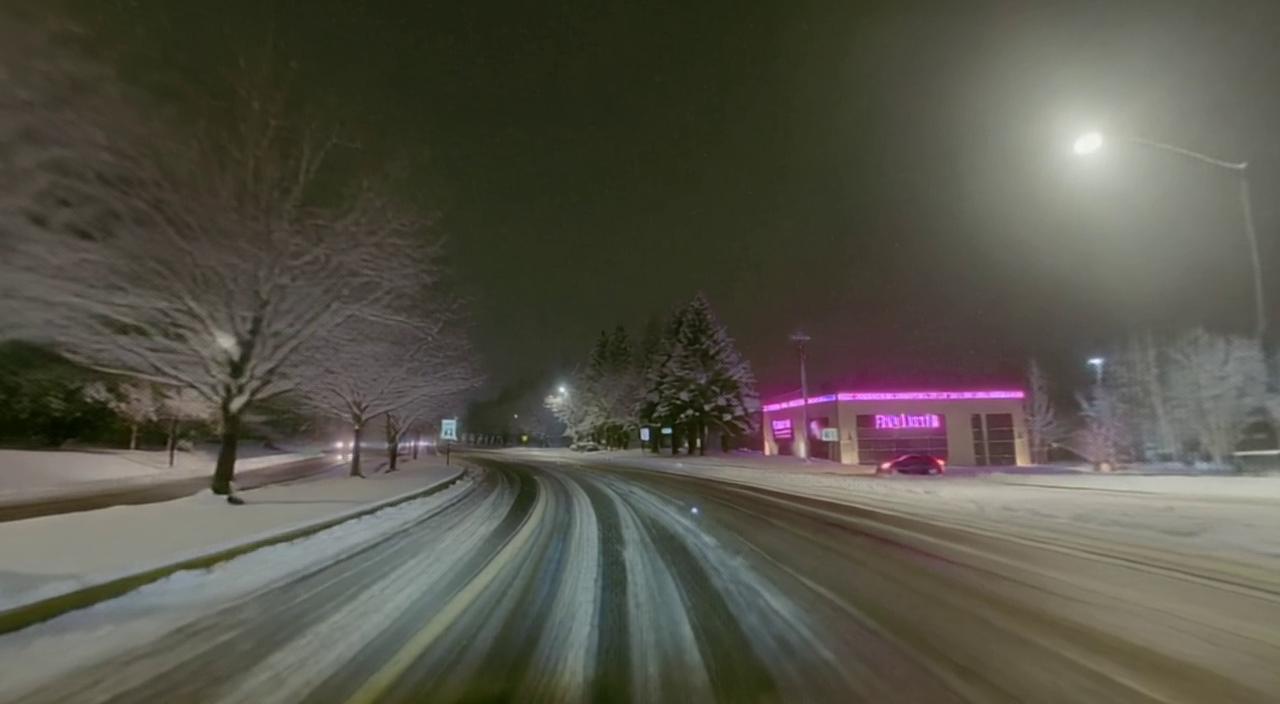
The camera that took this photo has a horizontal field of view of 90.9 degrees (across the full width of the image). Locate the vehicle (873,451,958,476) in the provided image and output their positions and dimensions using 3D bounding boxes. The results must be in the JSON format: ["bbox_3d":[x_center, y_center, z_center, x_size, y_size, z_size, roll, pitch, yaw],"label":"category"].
[{"bbox_3d":[19.263,7.840,44.279,4.946,1.656,2.139,0,-8,-1],"label":"vehicle"}]
